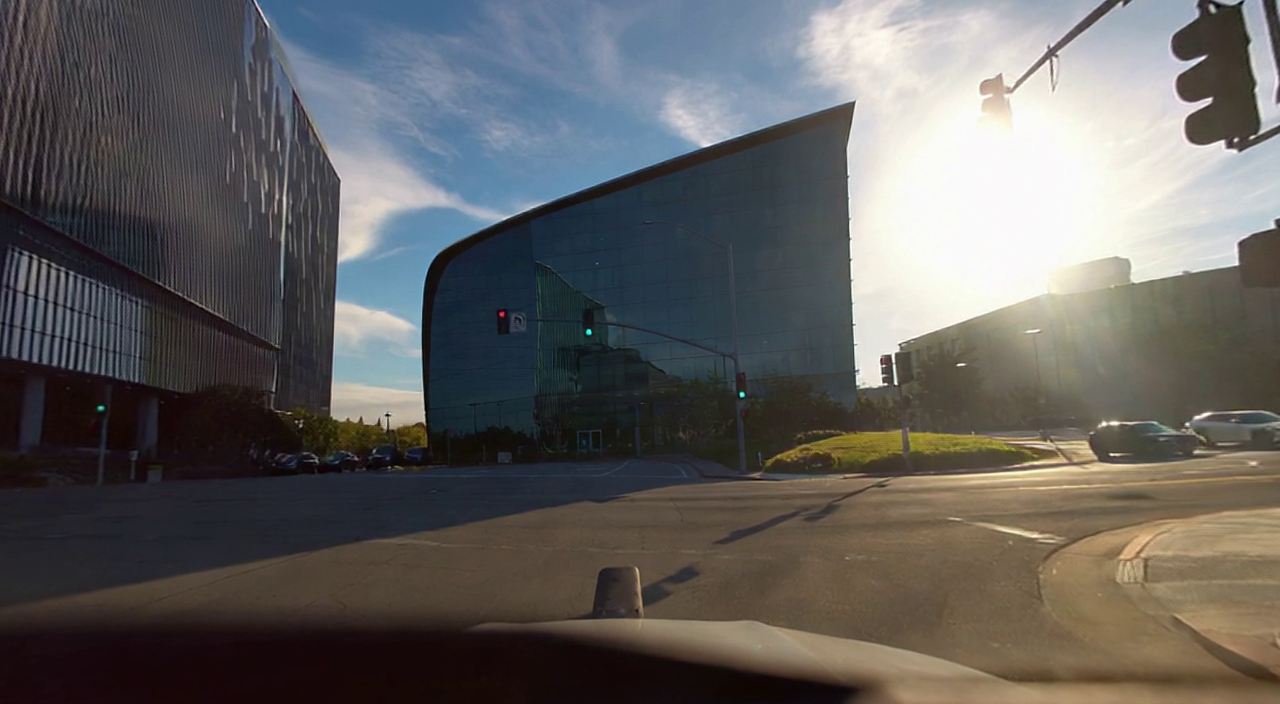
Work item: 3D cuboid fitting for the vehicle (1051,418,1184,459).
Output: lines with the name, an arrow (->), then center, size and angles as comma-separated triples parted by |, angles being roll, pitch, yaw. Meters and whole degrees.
vehicle -> 19.072, 3.528, 25.440 | 1.834, 1.480, 4.458 | 0, -9, 0

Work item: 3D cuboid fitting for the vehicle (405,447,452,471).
vehicle -> -15.135, 7.646, 45.227 | 1.932, 1.605, 4.146 | 0, -9, -1

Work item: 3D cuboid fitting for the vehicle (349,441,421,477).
vehicle -> -14.876, 6.242, 37.071 | 2.091, 1.915, 5.040 | 0, -9, 0

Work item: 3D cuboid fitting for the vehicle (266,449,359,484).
vehicle -> -14.831, 5.202, 28.830 | 1.790, 1.437, 4.349 | 0, -9, 2

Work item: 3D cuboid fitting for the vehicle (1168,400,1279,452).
vehicle -> 24.407, 3.019, 25.142 | 2.109, 1.836, 5.080 | -2, -10, 0
